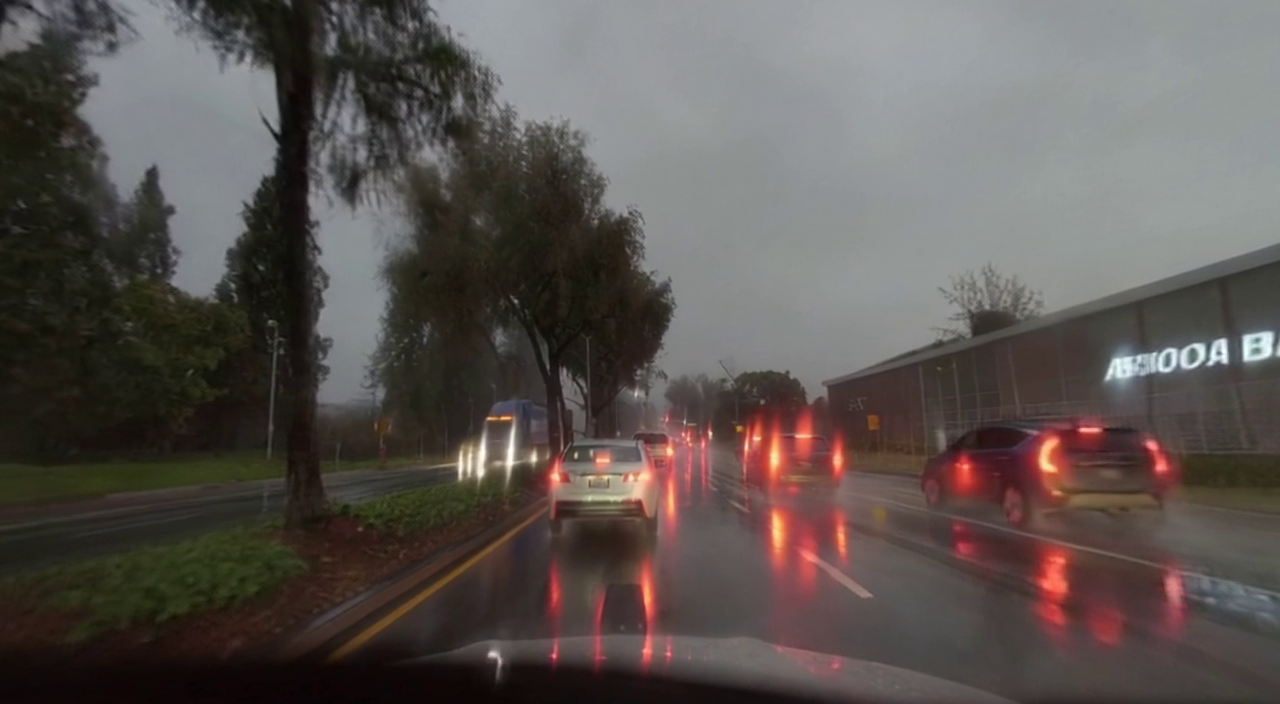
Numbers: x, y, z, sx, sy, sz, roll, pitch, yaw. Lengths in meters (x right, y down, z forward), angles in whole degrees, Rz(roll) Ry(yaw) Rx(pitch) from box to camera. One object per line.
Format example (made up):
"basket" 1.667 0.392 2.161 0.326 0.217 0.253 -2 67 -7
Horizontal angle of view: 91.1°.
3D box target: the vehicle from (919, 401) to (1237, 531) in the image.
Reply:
"vehicle" 7.680 2.079 11.976 2.425 1.936 5.081 0 -8 1

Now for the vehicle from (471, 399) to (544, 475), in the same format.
"vehicle" -8.053 5.338 39.082 3.043 4.303 6.343 0 -8 1

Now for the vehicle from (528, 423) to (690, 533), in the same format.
"vehicle" -0.437 2.116 11.102 2.315 1.563 4.080 0 -8 0

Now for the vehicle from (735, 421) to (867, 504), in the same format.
"vehicle" 3.814 2.719 15.831 2.090 1.763 4.560 0 -8 0
